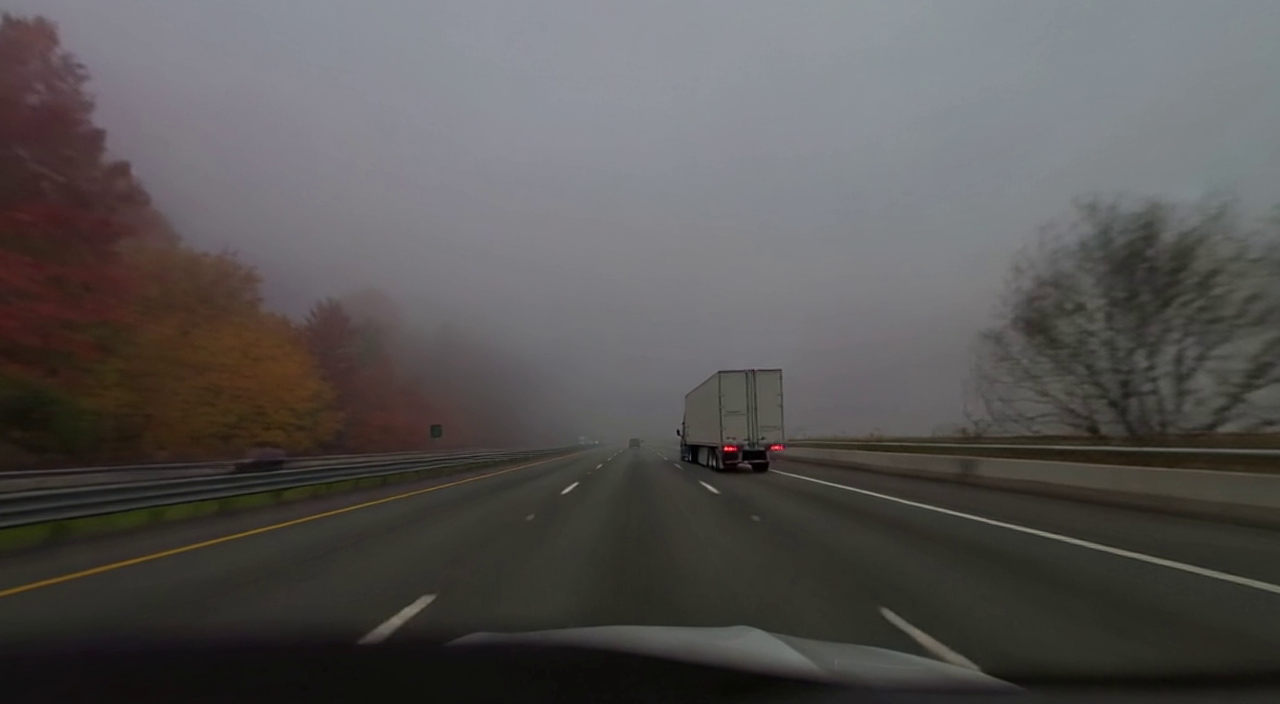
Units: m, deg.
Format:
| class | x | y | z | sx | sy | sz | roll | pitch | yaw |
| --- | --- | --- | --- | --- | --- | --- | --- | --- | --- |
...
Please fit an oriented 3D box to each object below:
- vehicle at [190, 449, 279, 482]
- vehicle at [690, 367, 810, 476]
| class | x | y | z | sx | sy | sz | roll | pitch | yaw |
| --- | --- | --- | --- | --- | --- | --- | --- | --- | --- |
| vehicle | -21.293 | 5.943 | 33.225 | 1.867 | 1.515 | 4.266 | 0 | -8 | 0 |
| vehicle | 4.260 | 3.078 | 26.853 | 3.348 | 3.847 | 8.908 | 0 | -8 | -1 |
